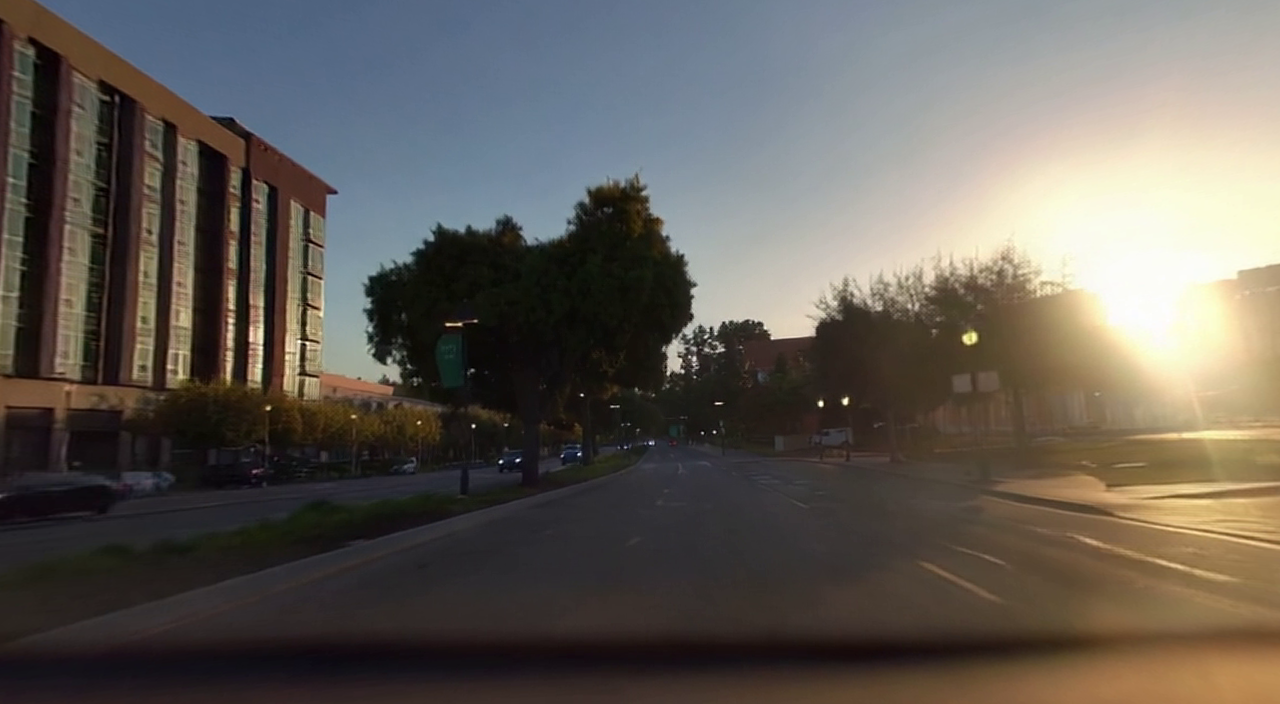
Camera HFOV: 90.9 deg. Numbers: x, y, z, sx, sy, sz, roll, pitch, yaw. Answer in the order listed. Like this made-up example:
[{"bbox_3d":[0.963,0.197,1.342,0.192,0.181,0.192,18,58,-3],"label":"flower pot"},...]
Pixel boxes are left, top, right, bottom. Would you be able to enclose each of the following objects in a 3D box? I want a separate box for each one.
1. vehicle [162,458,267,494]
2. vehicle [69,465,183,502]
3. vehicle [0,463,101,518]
[{"bbox_3d":[-28.439,8.286,42.488,2.403,2.020,6.284,-1,-8,3],"label":"vehicle"},{"bbox_3d":[-28.781,7.346,35.526,2.073,1.772,4.793,-1,-8,6],"label":"vehicle"},{"bbox_3d":[-23.289,5.085,23.203,2.065,1.788,5.053,-1,-8,6],"label":"vehicle"}]
